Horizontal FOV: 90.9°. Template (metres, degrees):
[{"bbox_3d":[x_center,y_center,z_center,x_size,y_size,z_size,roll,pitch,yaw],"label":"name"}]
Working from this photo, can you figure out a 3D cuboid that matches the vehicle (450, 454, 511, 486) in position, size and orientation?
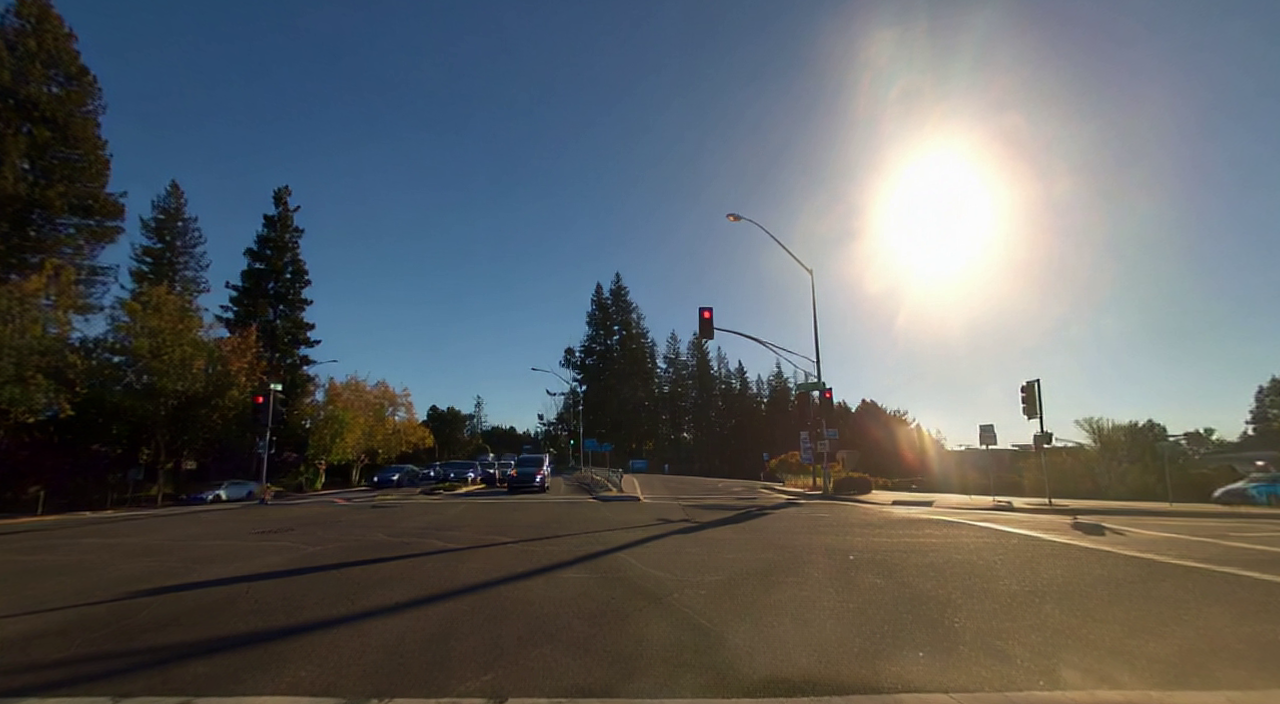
[{"bbox_3d":[-8.039,5.974,32.095,1.960,1.433,4.213,0,-8,1],"label":"vehicle"}]

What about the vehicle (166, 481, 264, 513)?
[{"bbox_3d":[-24.417,8.304,36.370,4.491,1.500,2.029,5,-10,-33],"label":"vehicle"}]

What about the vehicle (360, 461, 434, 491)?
[{"bbox_3d":[-16.581,8.451,43.377,2.050,1.755,5.135,-2,-9,15],"label":"vehicle"}]

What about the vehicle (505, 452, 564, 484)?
[{"bbox_3d":[-5.225,5.804,31.815,2.107,1.456,4.728,0,-8,1],"label":"vehicle"}]
